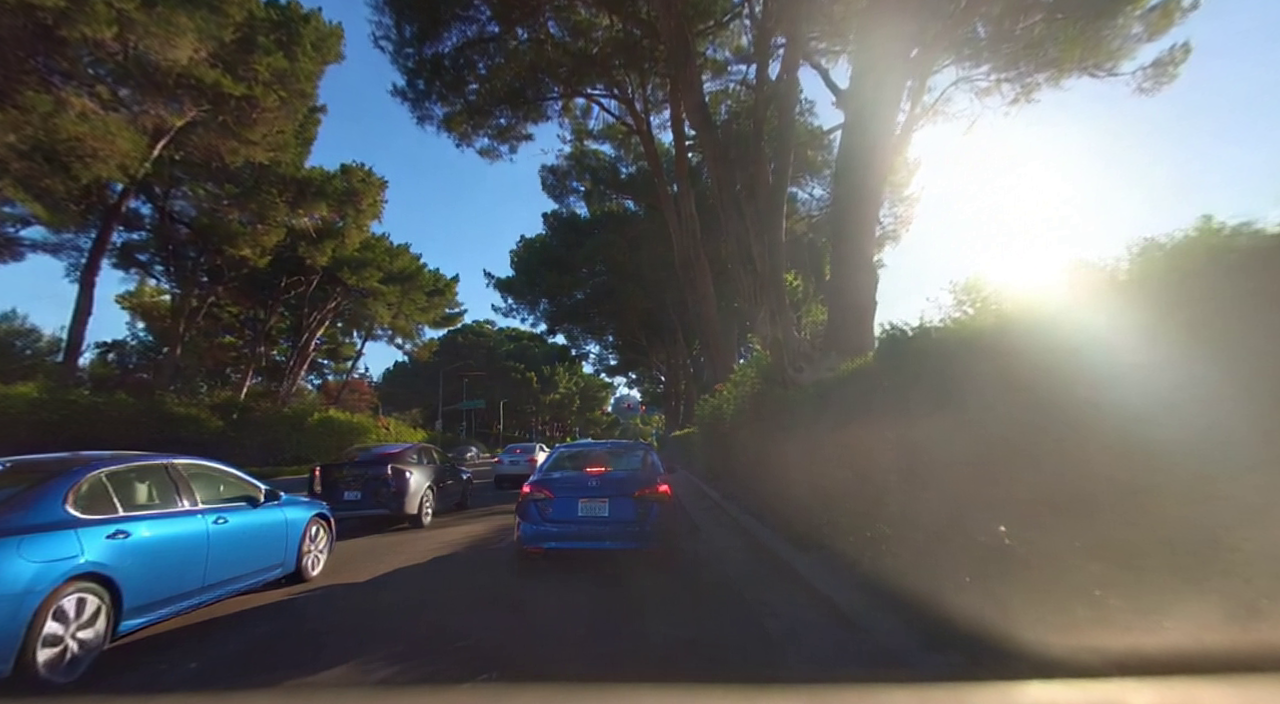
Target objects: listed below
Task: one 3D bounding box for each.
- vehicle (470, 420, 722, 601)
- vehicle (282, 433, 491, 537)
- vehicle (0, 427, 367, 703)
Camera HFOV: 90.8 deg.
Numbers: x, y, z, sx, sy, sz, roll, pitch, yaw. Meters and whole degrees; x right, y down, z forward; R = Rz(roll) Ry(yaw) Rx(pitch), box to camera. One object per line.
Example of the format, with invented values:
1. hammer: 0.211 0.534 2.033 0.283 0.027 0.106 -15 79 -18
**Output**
1. vehicle: -0.421 1.649 7.475 2.127 1.517 4.090 0 -8 -1
2. vehicle: -4.252 2.280 11.543 1.898 1.503 4.453 0 -8 1
3. vehicle: -3.810 1.295 4.539 1.784 1.408 4.141 0 -8 1
